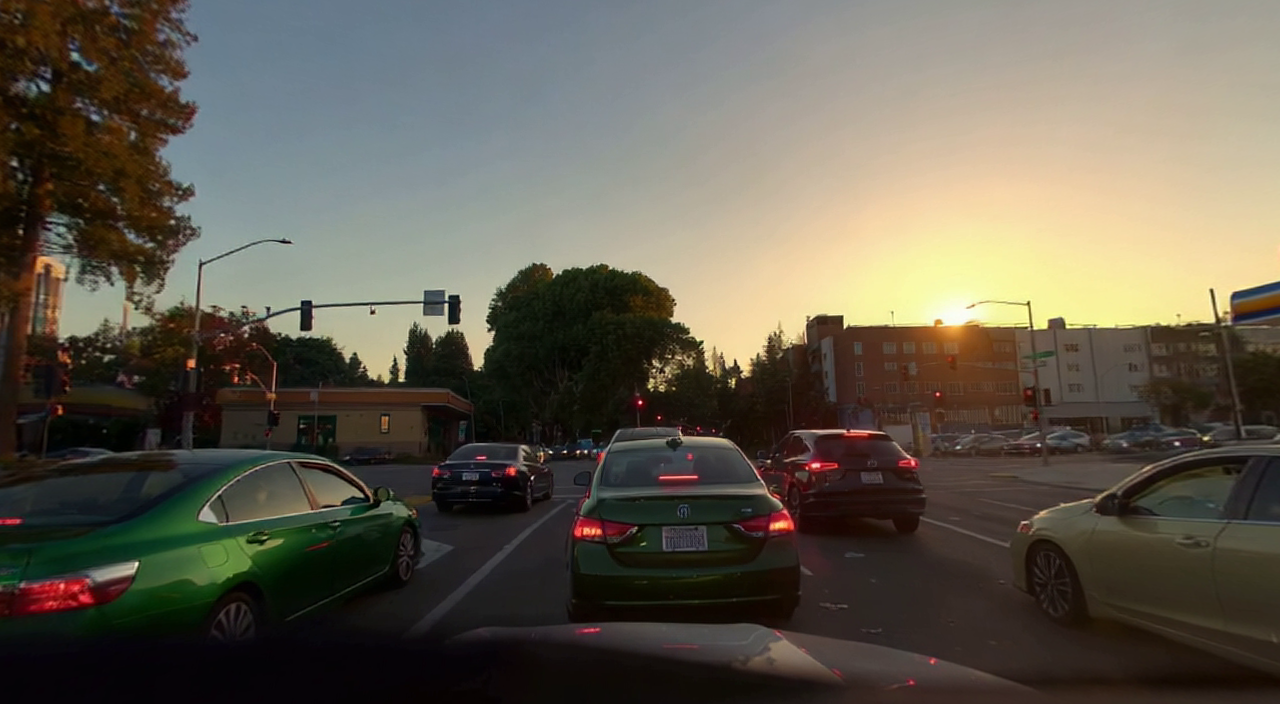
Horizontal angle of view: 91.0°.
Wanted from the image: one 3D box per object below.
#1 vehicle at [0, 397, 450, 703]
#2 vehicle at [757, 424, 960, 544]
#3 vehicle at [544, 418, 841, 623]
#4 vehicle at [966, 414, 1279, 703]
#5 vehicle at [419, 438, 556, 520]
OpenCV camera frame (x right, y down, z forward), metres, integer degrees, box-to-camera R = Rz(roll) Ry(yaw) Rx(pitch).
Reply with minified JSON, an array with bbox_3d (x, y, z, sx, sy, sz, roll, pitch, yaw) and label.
[{"bbox_3d":[-3.017,1.248,4.597,1.887,1.493,4.255,0,-9,0],"label":"vehicle"},{"bbox_3d":[3.386,2.124,10.755,1.947,1.630,4.127,0,-9,0],"label":"vehicle"},{"bbox_3d":[0.327,1.582,6.932,2.220,1.507,4.317,0,-9,-2],"label":"vehicle"},{"bbox_3d":[4.170,1.126,3.579,1.950,1.497,4.686,0,-9,-3],"label":"vehicle"},{"bbox_3d":[-3.075,2.640,13.676,1.867,1.474,4.237,0,-9,0],"label":"vehicle"}]
